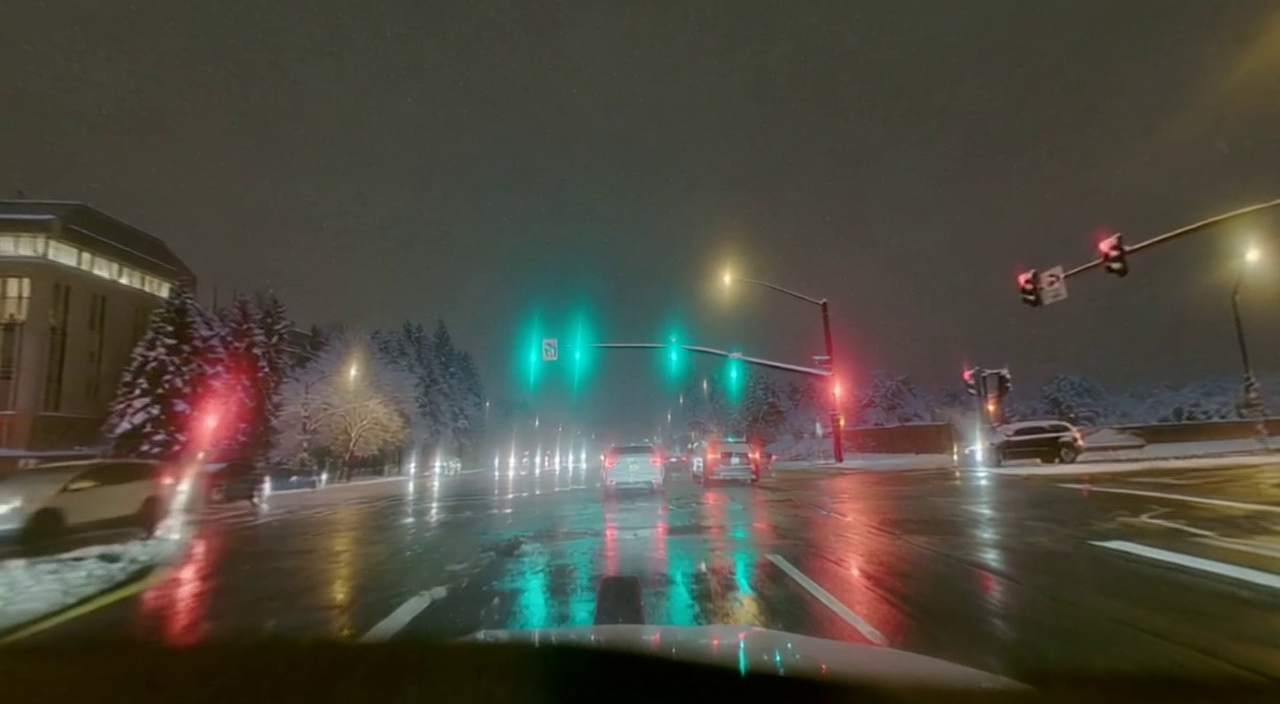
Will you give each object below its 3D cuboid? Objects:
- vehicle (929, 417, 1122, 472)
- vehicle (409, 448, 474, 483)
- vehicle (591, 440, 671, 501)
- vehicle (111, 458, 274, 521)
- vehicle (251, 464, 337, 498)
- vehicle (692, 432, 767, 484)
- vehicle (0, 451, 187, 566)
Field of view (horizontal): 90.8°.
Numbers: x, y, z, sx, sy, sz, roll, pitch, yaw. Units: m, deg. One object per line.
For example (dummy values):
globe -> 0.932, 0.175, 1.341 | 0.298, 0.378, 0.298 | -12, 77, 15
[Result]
vehicle -> 15.185, 3.718, 25.350 | 6.013, 2.030, 2.461 | -2, -9, 12
vehicle -> -11.035, 6.304, 35.456 | 2.102, 1.758, 4.532 | 0, -8, 1
vehicle -> -0.251, 3.294, 18.001 | 2.034, 1.500, 3.966 | 0, -8, -1
vehicle -> -14.625, 4.474, 21.052 | 2.135, 1.741, 4.371 | 0, -8, 1
vehicle -> -17.183, 6.406, 31.639 | 1.957, 1.444, 4.306 | 0, -8, -1
vehicle -> 3.291, 4.006, 24.244 | 2.107, 1.773, 4.557 | 0, -8, -1
vehicle -> -11.291, 2.783, 11.823 | 2.078, 1.795, 4.636 | 0, -8, 1
